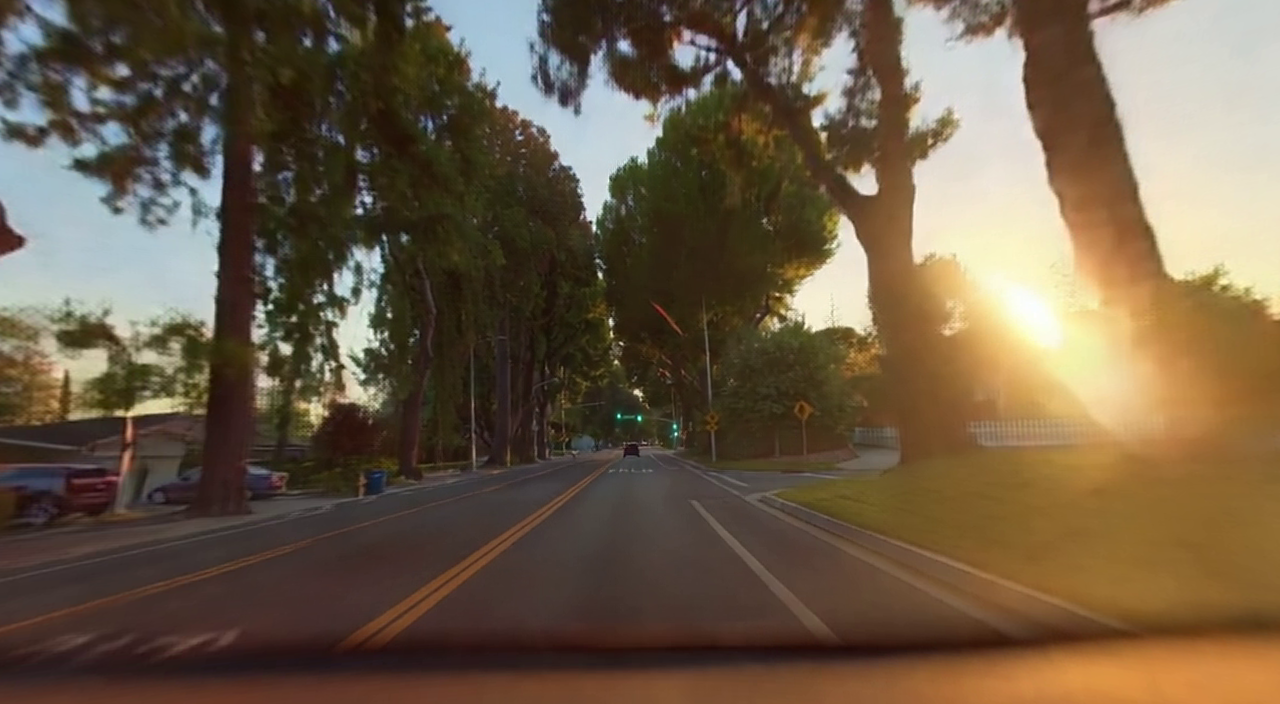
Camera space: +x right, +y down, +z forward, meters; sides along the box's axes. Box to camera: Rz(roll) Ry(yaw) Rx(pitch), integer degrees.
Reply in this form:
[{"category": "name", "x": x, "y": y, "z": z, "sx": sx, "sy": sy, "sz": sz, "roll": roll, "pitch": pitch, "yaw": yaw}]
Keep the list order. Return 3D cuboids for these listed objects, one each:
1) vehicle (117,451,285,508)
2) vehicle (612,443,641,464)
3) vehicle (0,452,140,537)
[{"category": "vehicle", "x": -16.159, "y": 4.689, "z": 23.509, "sx": 2.043, "sy": 1.803, "sz": 4.631, "roll": -12, "pitch": -13, "yaw": 37}, {"category": "vehicle", "x": -1.033, "y": 7.858, "z": 48.957, "sx": 2.104, "sy": 1.500, "sz": 3.815, "roll": 0, "pitch": -9, "yaw": -1}, {"category": "vehicle", "x": -16.700, "y": 3.874, "z": 17.745, "sx": 2.378, "sy": 1.922, "sz": 5.801, "roll": -1, "pitch": -8, "yaw": -20}]
